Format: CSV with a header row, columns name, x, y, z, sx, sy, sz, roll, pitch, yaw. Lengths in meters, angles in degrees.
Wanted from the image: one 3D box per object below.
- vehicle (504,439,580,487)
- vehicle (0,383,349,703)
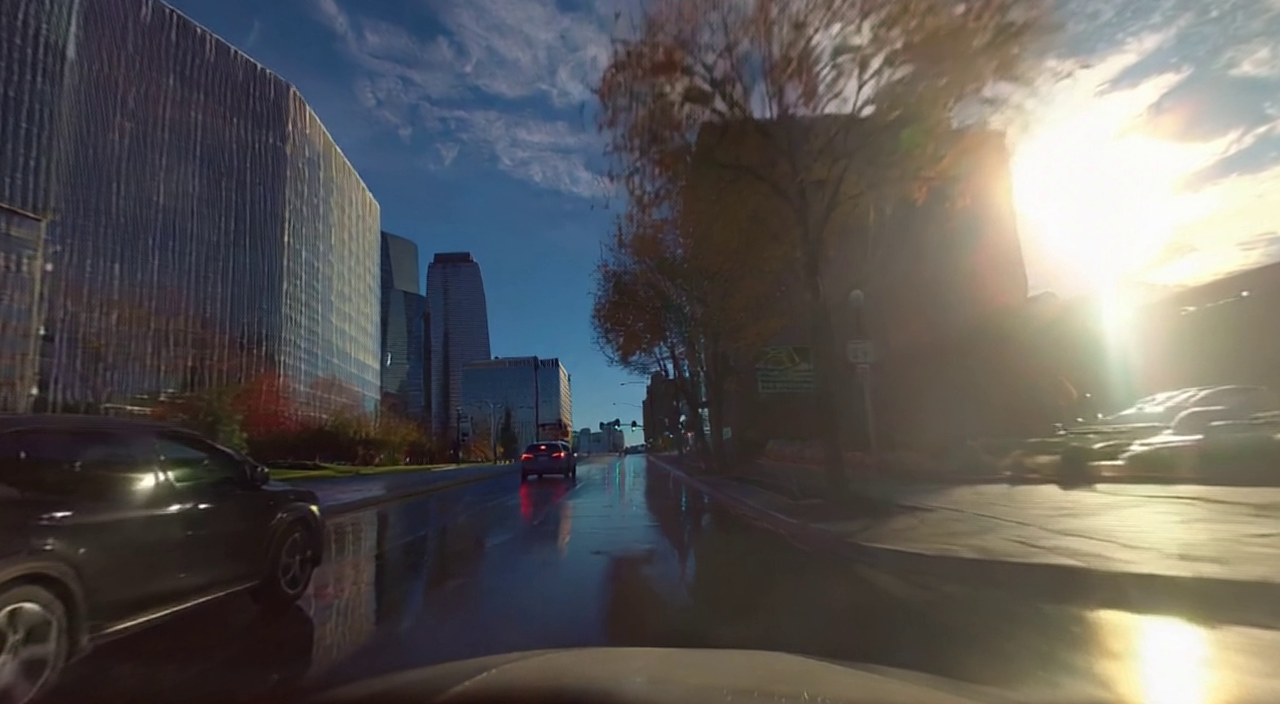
name,x,y,z,sx,sy,sz,roll,pitch,yaw
vehicle,-4.077,4.736,27.130,2.384,1.849,5.009,0,-9,1
vehicle,-4.490,1.283,4.916,2.169,1.741,4.588,0,-9,1
